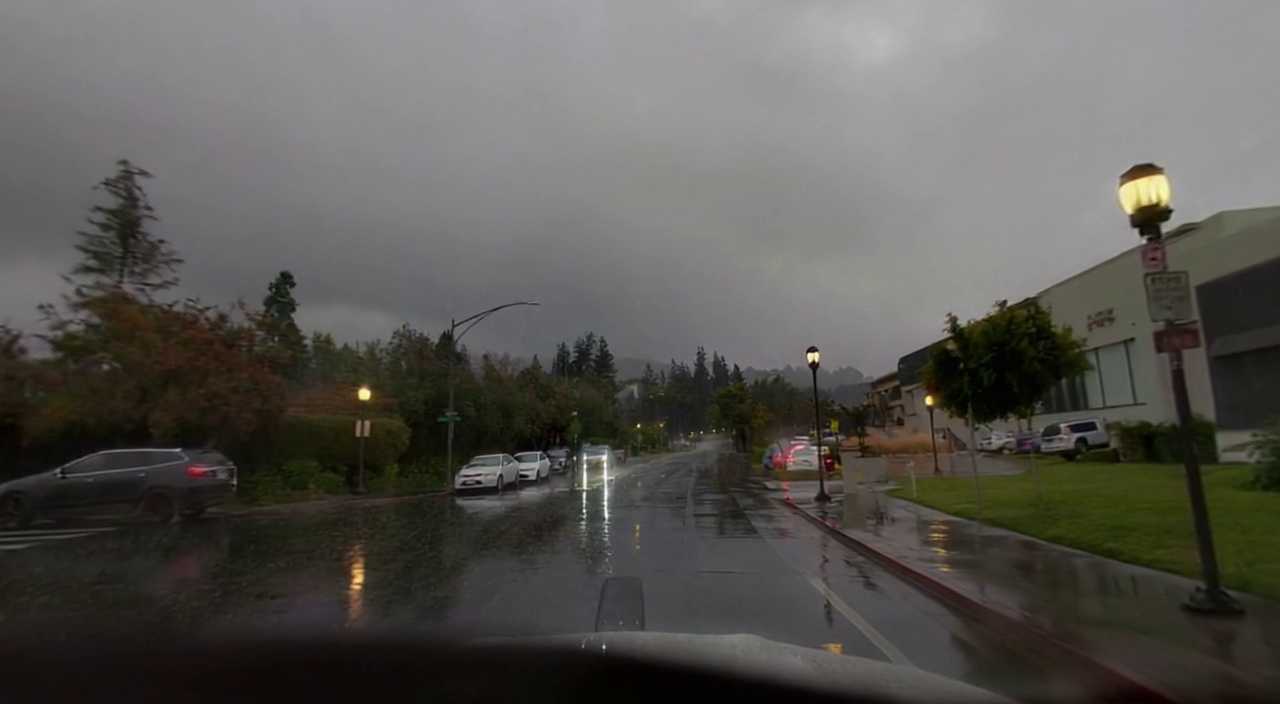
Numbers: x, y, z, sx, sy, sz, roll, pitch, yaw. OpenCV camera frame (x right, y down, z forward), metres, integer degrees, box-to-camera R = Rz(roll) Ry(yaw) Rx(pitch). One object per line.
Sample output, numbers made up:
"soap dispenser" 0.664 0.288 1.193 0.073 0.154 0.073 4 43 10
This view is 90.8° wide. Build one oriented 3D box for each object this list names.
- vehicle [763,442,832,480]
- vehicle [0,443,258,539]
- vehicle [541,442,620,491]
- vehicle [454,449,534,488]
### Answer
"vehicle" 6.703 4.689 27.415 1.918 1.461 4.419 0 -9 1
"vehicle" -9.984 2.555 11.952 4.106 1.620 2.065 0 -9 -1
"vehicle" -2.139 4.304 24.144 2.110 1.651 4.410 -1 -9 7
"vehicle" -6.060 4.870 26.807 1.968 1.443 4.358 -1 -8 6
